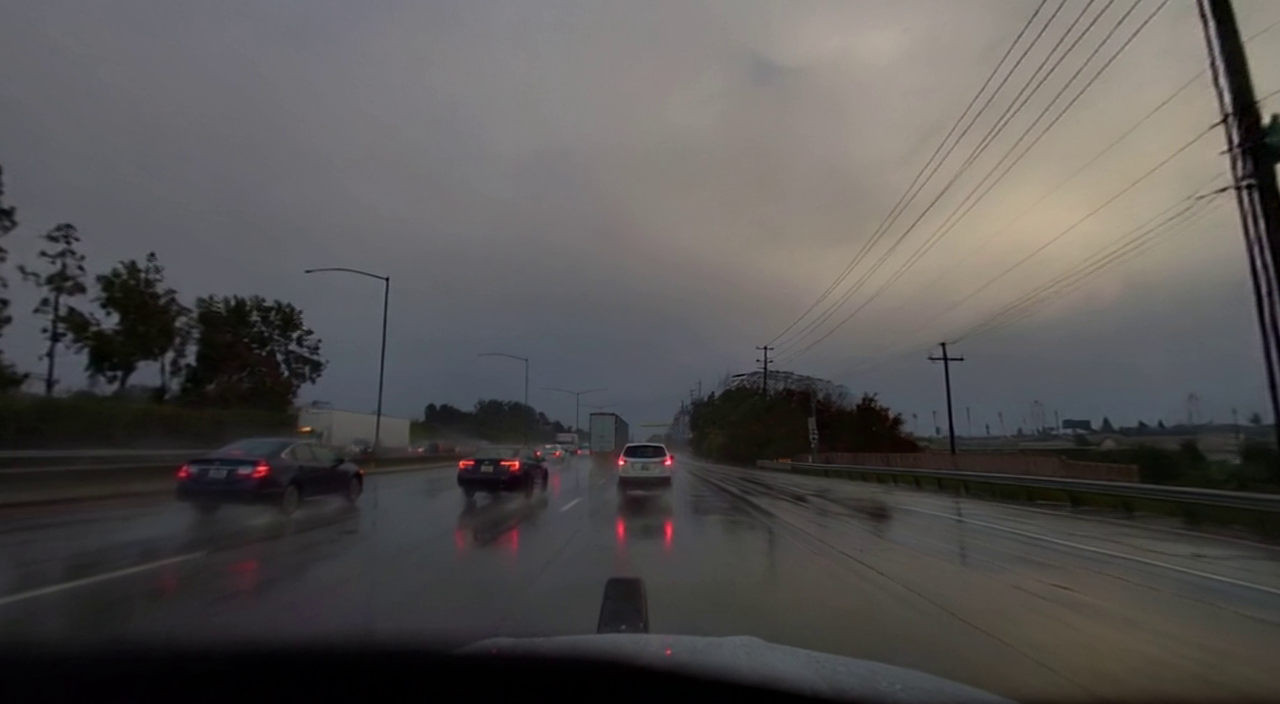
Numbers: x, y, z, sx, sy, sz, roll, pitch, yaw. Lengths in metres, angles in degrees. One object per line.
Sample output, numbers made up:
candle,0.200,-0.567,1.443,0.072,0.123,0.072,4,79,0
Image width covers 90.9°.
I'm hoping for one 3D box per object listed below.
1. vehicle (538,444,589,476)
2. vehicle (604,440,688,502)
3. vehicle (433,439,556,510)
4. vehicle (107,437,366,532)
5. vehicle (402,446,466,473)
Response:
vehicle,-3.647,5.254,30.815,2.013,1.437,3.801,0,-9,0
vehicle,0.077,3.208,17.496,2.018,1.470,4.491,0,-9,-2
vehicle,-3.334,2.886,15.334,1.912,1.464,4.115,0,-9,1
vehicle,-7.209,2.382,12.003,1.867,1.445,4.499,0,-9,1
vehicle,-11.779,6.149,36.379,2.004,1.457,4.758,0,-9,1
